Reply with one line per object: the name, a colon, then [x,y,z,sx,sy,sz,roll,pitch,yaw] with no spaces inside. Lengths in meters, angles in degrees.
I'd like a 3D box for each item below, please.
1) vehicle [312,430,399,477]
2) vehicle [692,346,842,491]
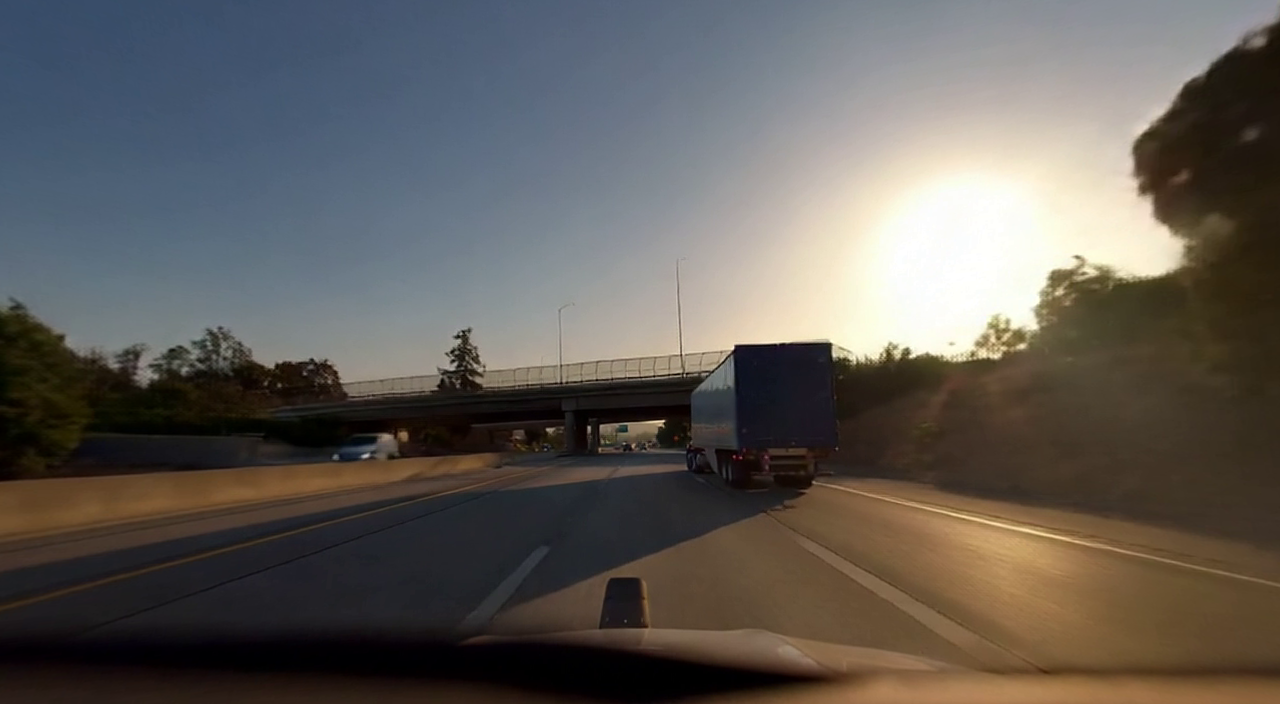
vehicle: [-18.303,6.553,40.845,2.512,2.796,6.375,0,-8,1]
vehicle: [4.174,2.917,24.938,2.933,4.100,14.317,0,-8,0]
